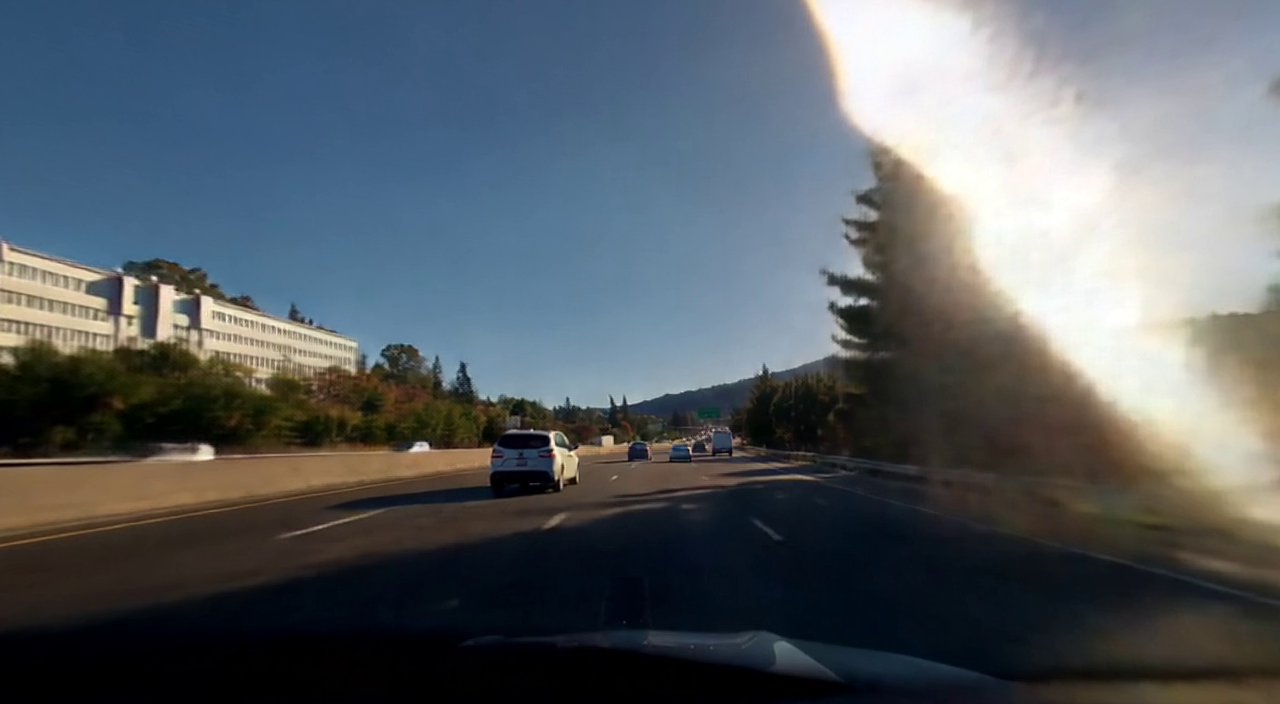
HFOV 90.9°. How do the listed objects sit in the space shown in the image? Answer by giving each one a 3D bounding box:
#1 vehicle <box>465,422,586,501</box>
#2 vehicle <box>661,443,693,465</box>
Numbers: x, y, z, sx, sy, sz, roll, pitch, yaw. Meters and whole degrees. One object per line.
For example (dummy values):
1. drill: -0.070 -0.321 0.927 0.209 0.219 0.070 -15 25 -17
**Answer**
1. vehicle: -2.888 2.931 17.215 2.185 1.823 4.854 0 -9 3
2. vehicle: 2.583 7.012 43.452 2.158 1.458 3.656 -1 -9 5
